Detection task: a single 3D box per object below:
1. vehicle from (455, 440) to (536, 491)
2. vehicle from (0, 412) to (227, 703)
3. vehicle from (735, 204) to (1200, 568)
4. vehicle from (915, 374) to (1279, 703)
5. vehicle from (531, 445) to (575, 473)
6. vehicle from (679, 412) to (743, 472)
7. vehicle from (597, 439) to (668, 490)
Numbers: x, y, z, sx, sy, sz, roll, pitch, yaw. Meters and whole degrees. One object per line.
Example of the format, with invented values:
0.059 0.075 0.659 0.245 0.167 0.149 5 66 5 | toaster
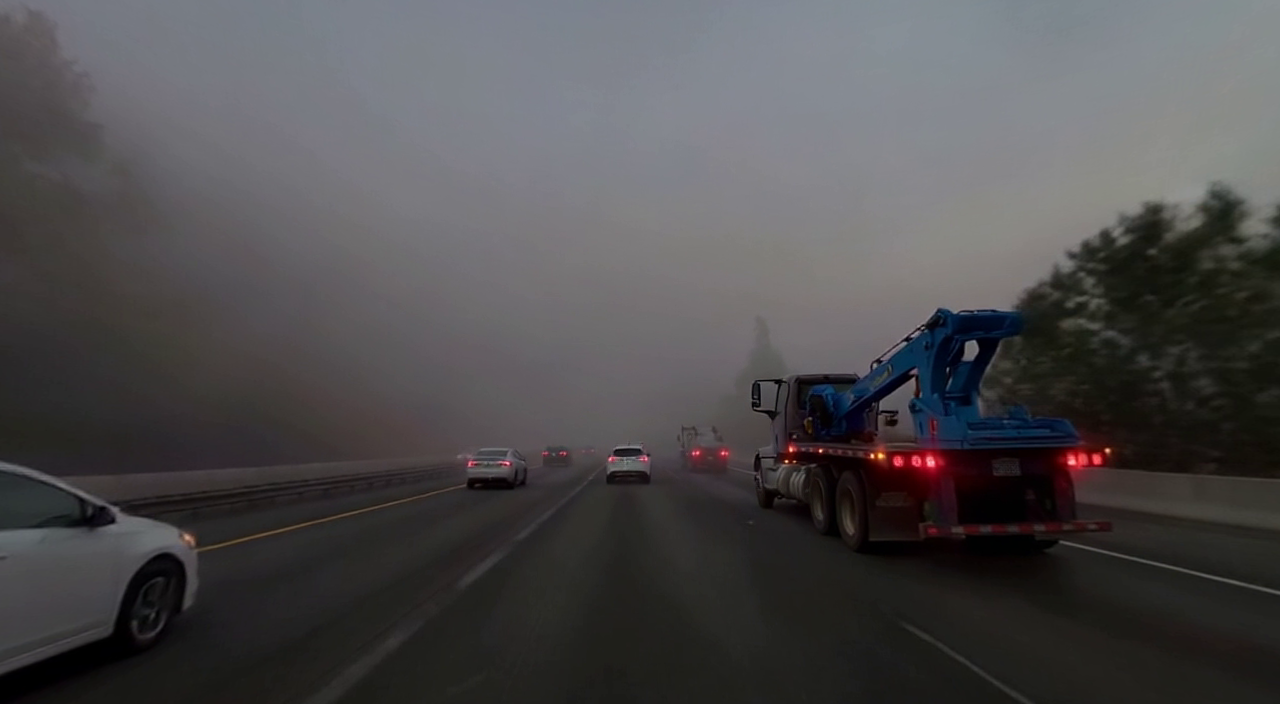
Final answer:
-4.782 3.819 21.329 1.858 1.527 3.974 0 -9 -1 | vehicle
-4.123 0.953 2.375 1.880 1.507 4.757 0 -9 0 | vehicle
3.790 0.909 10.404 2.975 3.618 8.456 0 -9 -1 | vehicle
3.974 0.973 3.031 2.599 1.631 5.693 0 -9 -1 | vehicle
-5.002 6.207 36.602 1.924 1.481 4.264 0 -9 0 | vehicle
3.636 4.864 33.670 2.416 2.829 7.016 0 -9 -2 | vehicle
-0.278 3.718 20.926 2.150 1.498 3.988 0 -9 -2 | vehicle
